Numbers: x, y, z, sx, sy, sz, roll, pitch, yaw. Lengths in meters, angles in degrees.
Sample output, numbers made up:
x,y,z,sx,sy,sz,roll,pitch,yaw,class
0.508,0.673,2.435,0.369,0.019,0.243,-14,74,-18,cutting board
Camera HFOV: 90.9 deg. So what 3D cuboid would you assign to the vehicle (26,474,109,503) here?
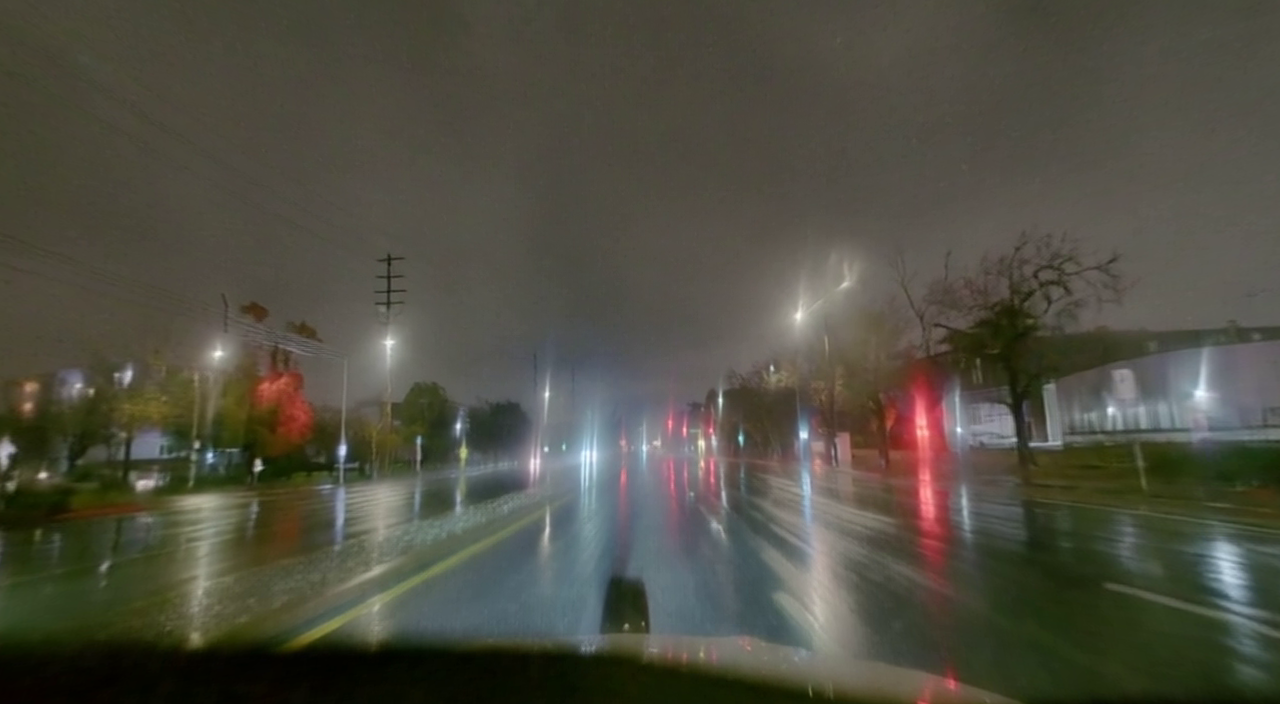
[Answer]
x,y,z,sx,sy,sz,roll,pitch,yaw,class
-36.983,8.799,40.838,1.736,1.540,3.854,0,-8,0,vehicle
